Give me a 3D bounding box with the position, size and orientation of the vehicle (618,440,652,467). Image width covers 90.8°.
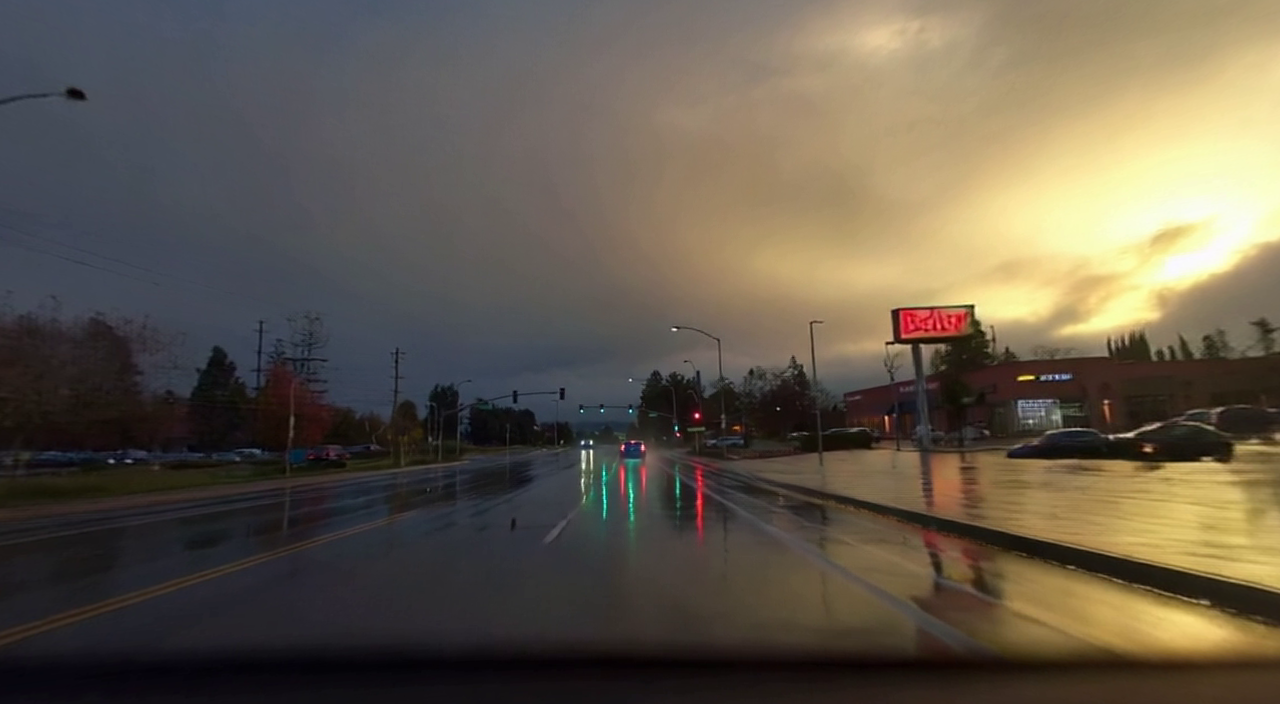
[{"bbox_3d":[-0.343,6.497,40.535,2.024,1.628,4.774,0,-8,-1],"label":"vehicle"}]
